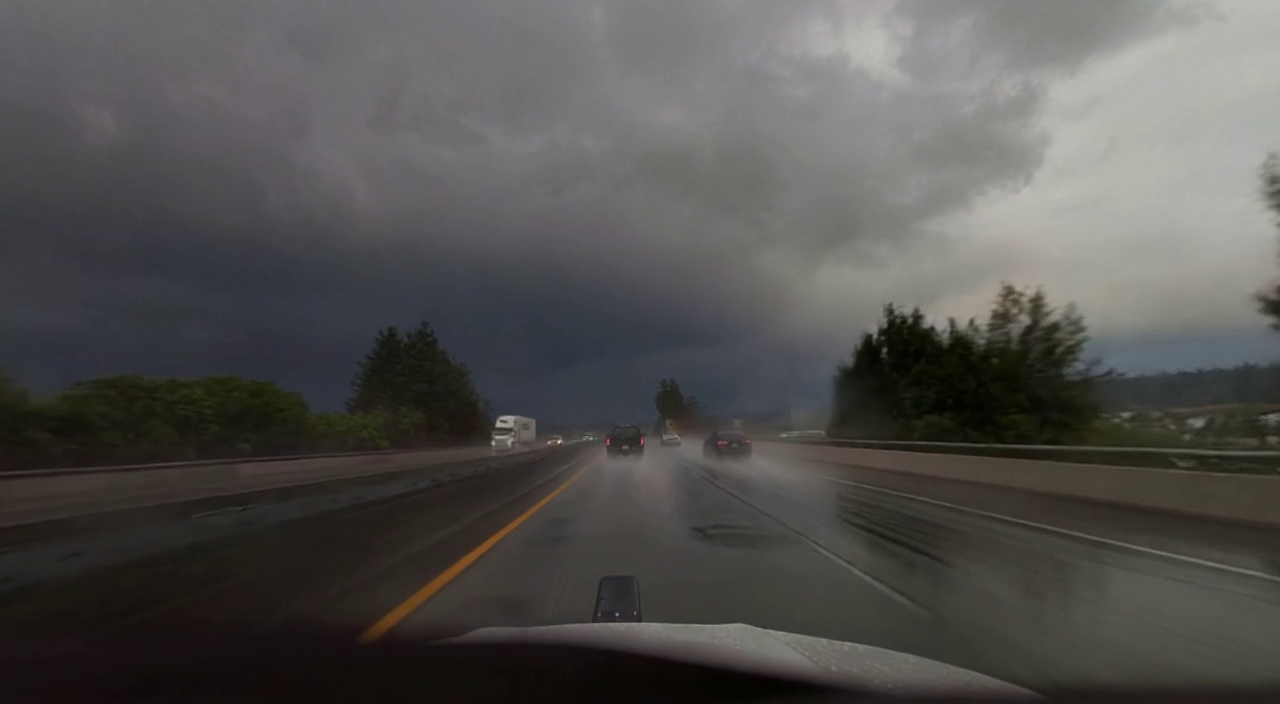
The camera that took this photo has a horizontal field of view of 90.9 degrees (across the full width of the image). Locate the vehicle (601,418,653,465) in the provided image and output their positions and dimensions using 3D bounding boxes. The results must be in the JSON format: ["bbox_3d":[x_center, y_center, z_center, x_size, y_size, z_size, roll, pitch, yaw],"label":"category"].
[{"bbox_3d":[-0.640,4.235,29.864,2.270,2.044,4.633,0,-8,-2],"label":"vehicle"}]

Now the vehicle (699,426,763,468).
[{"bbox_3d":[3.756,3.980,26.660,1.981,1.606,3.956,0,-8,-2],"label":"vehicle"}]
